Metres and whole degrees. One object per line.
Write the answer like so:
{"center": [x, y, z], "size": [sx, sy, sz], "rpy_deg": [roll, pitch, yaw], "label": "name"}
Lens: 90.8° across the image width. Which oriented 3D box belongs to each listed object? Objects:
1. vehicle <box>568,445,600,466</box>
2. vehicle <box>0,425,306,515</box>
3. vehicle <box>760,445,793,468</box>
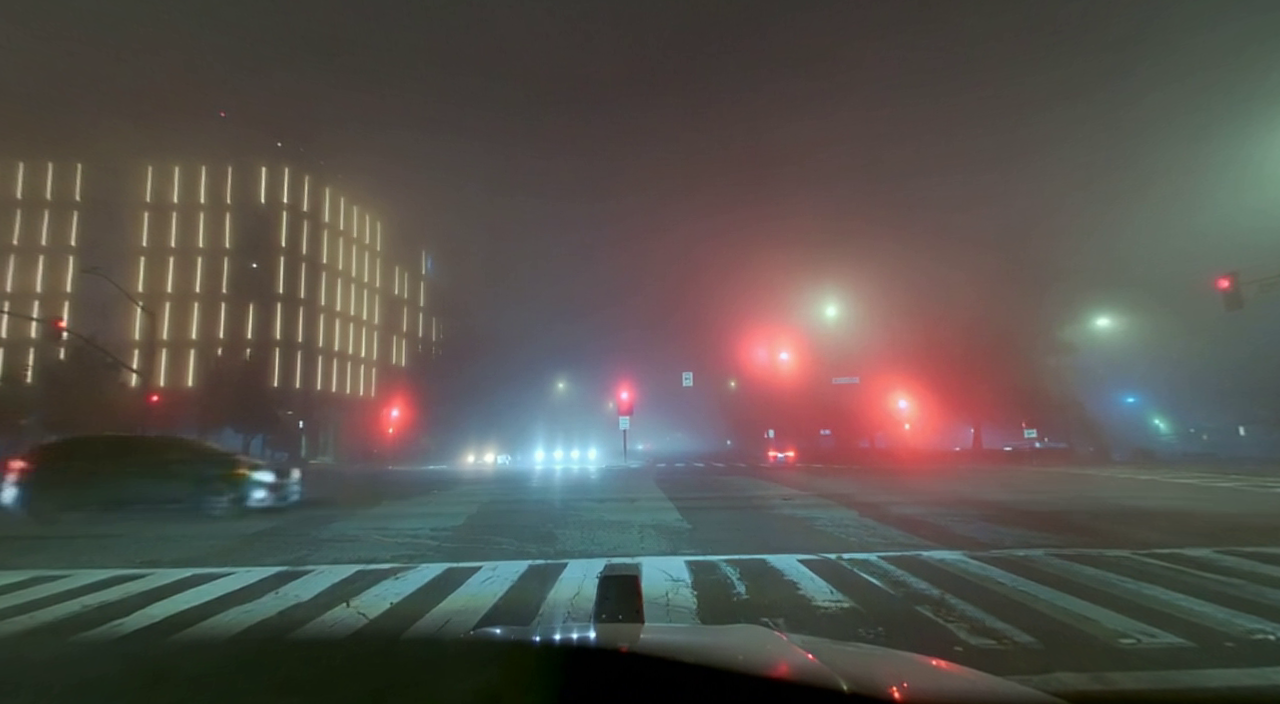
{"center": [-4.343, 8.126, 49.742], "size": [2.130, 1.613, 4.121], "rpy_deg": [0, -8, 0], "label": "vehicle"}
{"center": [-10.166, 2.457, 13.491], "size": [4.853, 1.719, 1.986], "rpy_deg": [1, -8, -6], "label": "vehicle"}
{"center": [9.083, 6.925, 42.135], "size": [2.043, 1.454, 4.424], "rpy_deg": [-2, -9, 11], "label": "vehicle"}
